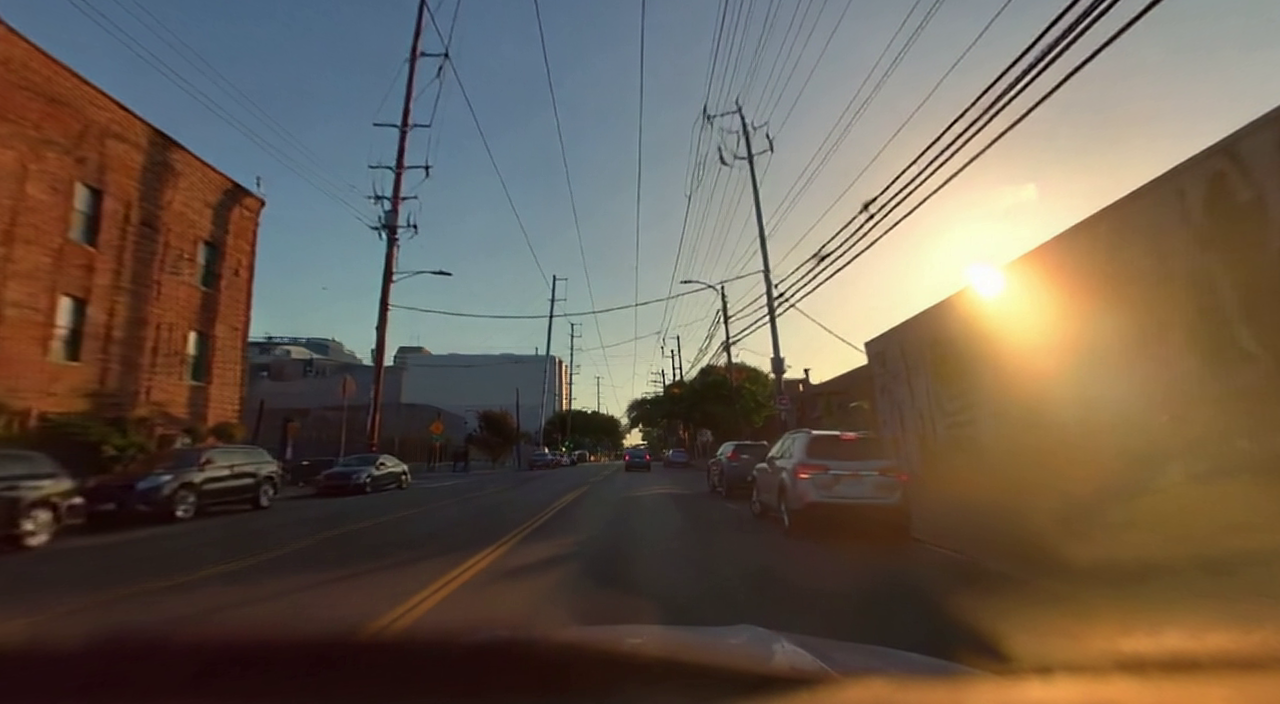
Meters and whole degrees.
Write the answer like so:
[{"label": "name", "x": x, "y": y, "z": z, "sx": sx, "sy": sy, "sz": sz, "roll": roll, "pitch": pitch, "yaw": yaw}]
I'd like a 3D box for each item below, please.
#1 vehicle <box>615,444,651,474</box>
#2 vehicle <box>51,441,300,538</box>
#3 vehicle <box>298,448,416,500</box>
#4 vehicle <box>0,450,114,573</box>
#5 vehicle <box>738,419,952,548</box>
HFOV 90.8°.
[{"label": "vehicle", "x": -0.445, "y": 6.792, "z": 40.259, "sx": 2.190, "sy": 1.783, "sz": 4.048, "roll": 0, "pitch": -8, "yaw": 0}, {"label": "vehicle", "x": -10.130, "y": 3.058, "z": 14.461, "sx": 1.980, "sy": 1.676, "sz": 4.884, "roll": -4, "pitch": -10, "yaw": 0}, {"label": "vehicle", "x": -10.053, "y": 4.447, "z": 22.933, "sx": 2.079, "sy": 1.550, "sz": 4.865, "roll": -4, "pitch": -11, "yaw": 0}, {"label": "vehicle", "x": -9.641, "y": 2.153, "z": 8.223, "sx": 1.935, "sy": 1.588, "sz": 4.192, "roll": -1, "pitch": -7, "yaw": 1}, {"label": "vehicle", "x": 3.210, "y": 2.170, "z": 11.155, "sx": 2.102, "sy": 1.765, "sz": 4.674, "roll": 0, "pitch": -8, "yaw": -1}]
